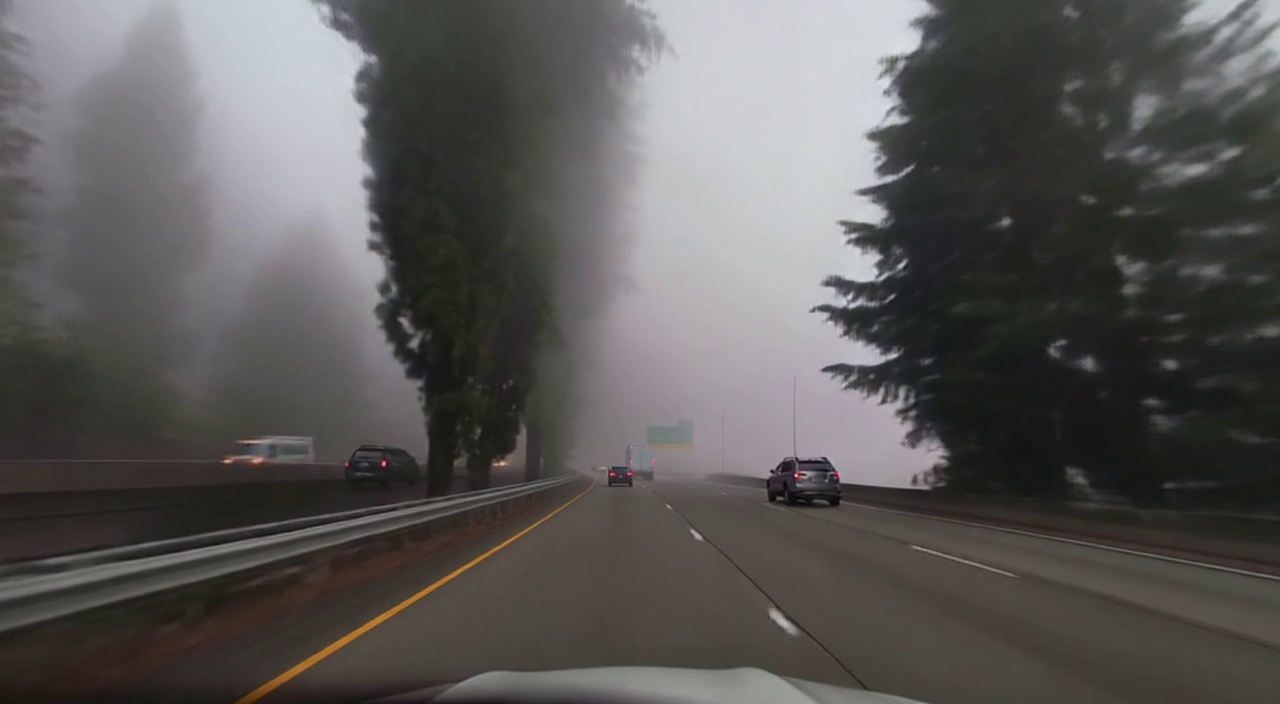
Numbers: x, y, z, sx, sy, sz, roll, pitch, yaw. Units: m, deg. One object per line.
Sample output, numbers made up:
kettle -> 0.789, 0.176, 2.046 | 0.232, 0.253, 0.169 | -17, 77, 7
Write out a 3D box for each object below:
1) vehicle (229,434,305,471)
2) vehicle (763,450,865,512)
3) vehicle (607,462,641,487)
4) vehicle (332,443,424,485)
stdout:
vehicle -> -28.923, 7.906, 49.134 | 2.260, 2.650, 6.057 | 1, -10, -2
vehicle -> 5.599, 4.238, 21.016 | 1.998, 1.776, 4.663 | 1, -10, -1
vehicle -> -1.037, 7.795, 40.069 | 1.987, 1.467, 3.903 | 1, -10, -2
vehicle -> -11.418, 4.970, 27.874 | 1.952, 1.618, 4.859 | 1, -10, 0
